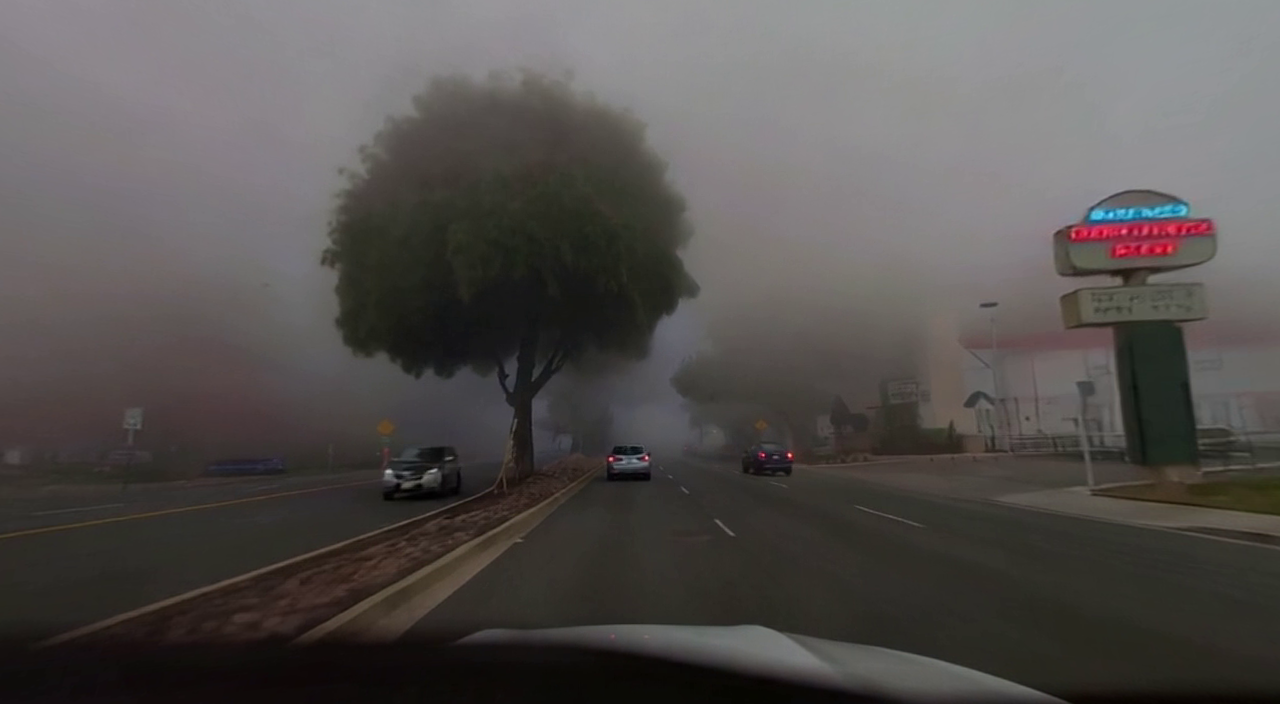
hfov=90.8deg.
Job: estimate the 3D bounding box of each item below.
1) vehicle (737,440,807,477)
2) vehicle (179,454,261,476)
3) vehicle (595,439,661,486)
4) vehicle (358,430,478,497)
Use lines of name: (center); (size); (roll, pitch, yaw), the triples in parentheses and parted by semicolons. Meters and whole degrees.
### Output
vehicle: (6.239, 5.082, 30.445); (2.244, 1.618, 4.585); (0, -9, -2)
vehicle: (-30.958, 8.347, 46.652); (4.544, 1.533, 2.026); (0, -9, 0)
vehicle: (-0.393, 3.864, 22.350); (2.106, 1.496, 3.964); (0, -9, 0)
vehicle: (-6.320, 3.232, 18.605); (2.156, 1.702, 4.379); (1, -9, -4)
